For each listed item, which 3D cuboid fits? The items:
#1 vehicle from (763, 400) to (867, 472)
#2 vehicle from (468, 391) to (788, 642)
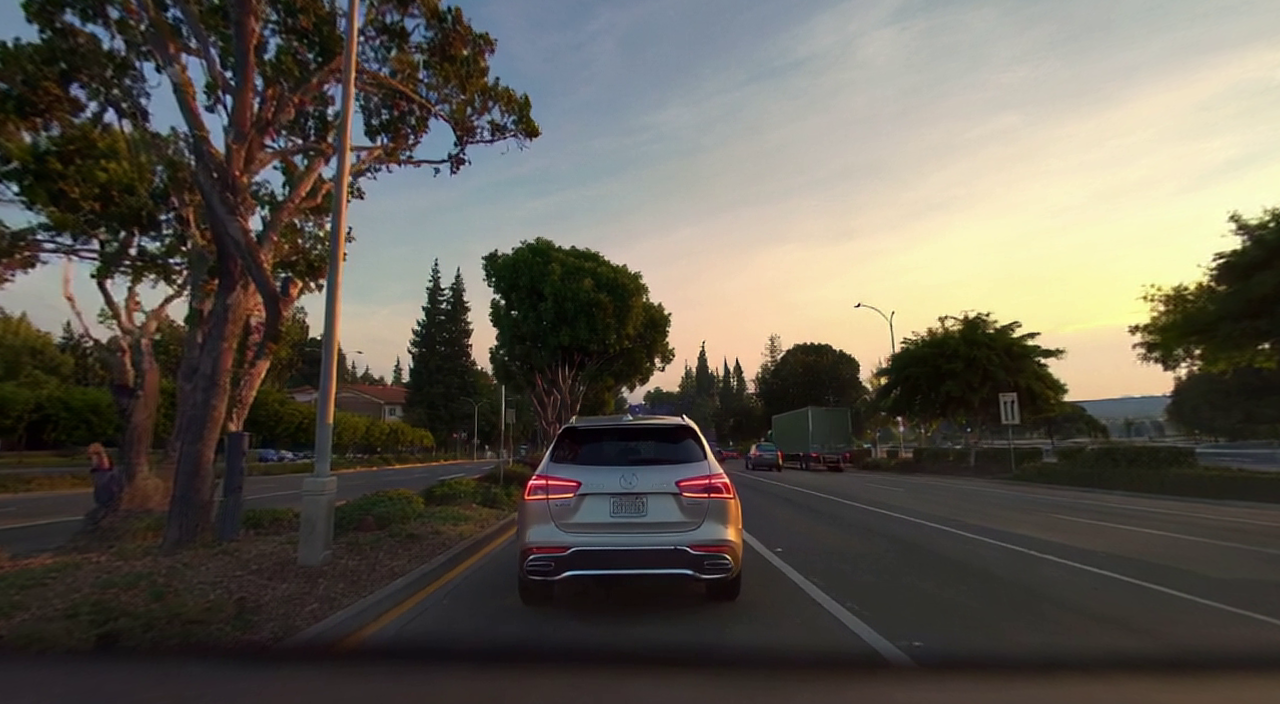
[{"bbox_3d":[10.846,5.519,40.612,3.025,3.993,11.243,0,-8,-2],"label":"vehicle"},{"bbox_3d":[-0.108,1.418,6.385,2.172,1.694,4.055,0,-8,-1],"label":"vehicle"}]
